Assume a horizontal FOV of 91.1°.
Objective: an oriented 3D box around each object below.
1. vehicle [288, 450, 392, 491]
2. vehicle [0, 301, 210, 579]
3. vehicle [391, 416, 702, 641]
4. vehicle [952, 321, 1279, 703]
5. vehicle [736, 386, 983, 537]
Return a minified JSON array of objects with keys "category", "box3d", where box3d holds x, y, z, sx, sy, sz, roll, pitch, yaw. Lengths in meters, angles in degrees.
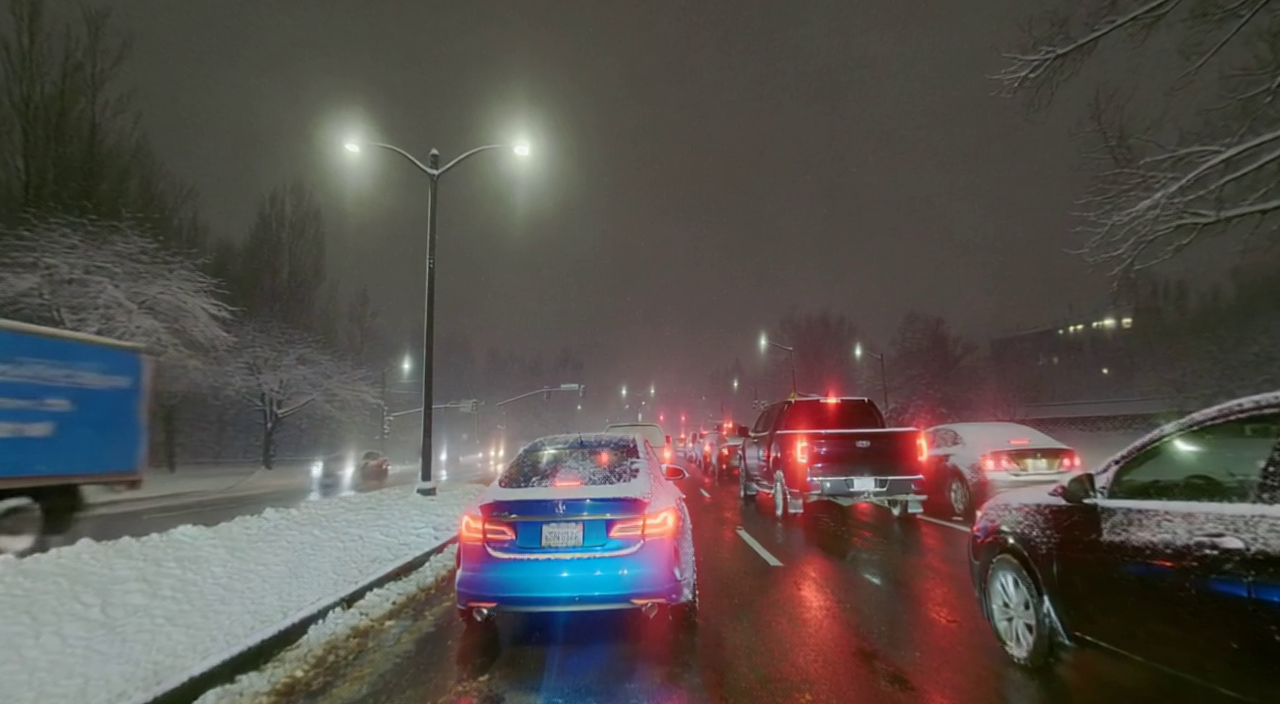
[{"category":"vehicle","box3d":[-12.252,4.828,26.043,1.957,1.506,4.706,0,-9,1]},{"category":"vehicle","box3d":[-9.086,0.934,6.717,2.931,3.265,8.387,0,-9,0]},{"category":"vehicle","box3d":[-0.583,1.500,6.340,2.111,1.506,4.018,0,-9,1]},{"category":"vehicle","box3d":[3.158,0.754,2.089,1.982,1.709,4.427,0,-9,1]},{"category":"vehicle","box3d":[3.510,1.949,11.712,2.444,2.098,5.766,0,-8,-1]}]
